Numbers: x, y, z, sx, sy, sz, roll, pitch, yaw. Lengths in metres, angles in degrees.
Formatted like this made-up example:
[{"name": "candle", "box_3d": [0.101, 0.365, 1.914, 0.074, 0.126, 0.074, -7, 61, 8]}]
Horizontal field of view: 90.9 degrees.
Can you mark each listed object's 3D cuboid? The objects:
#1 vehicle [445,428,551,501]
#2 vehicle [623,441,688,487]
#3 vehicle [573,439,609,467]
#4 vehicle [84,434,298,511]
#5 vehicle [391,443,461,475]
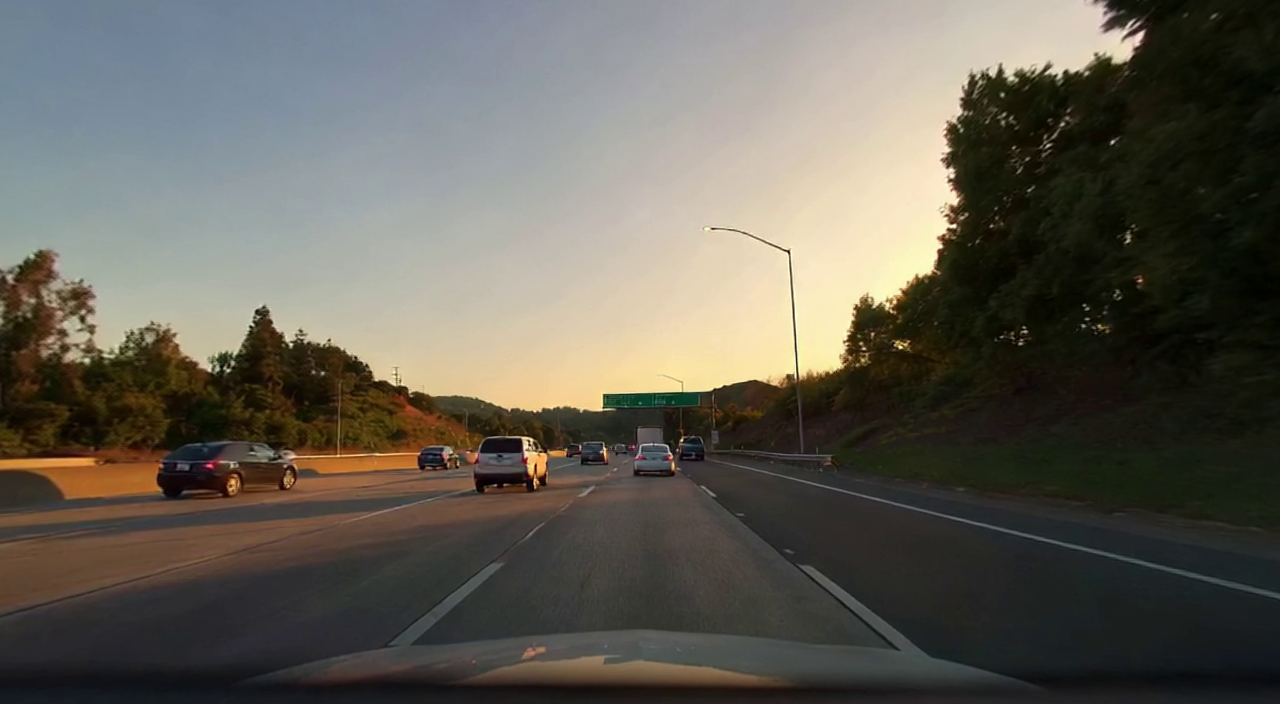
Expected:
[{"name": "vehicle", "box_3d": [-3.704, 3.006, 17.274, 1.903, 1.721, 4.210, 0, -8, 1]}, {"name": "vehicle", "box_3d": [0.499, 3.819, 21.912, 2.054, 1.421, 4.090, 0, -8, 1]}, {"name": "vehicle", "box_3d": [-3.036, 6.355, 39.949, 1.897, 1.646, 4.049, 0, -8, 1]}, {"name": "vehicle", "box_3d": [-10.587, 2.844, 15.383, 1.941, 1.602, 4.277, 0, -8, 2]}, {"name": "vehicle", "box_3d": [-10.683, 5.341, 31.881, 1.902, 1.478, 4.505, 0, -8, 1]}]
